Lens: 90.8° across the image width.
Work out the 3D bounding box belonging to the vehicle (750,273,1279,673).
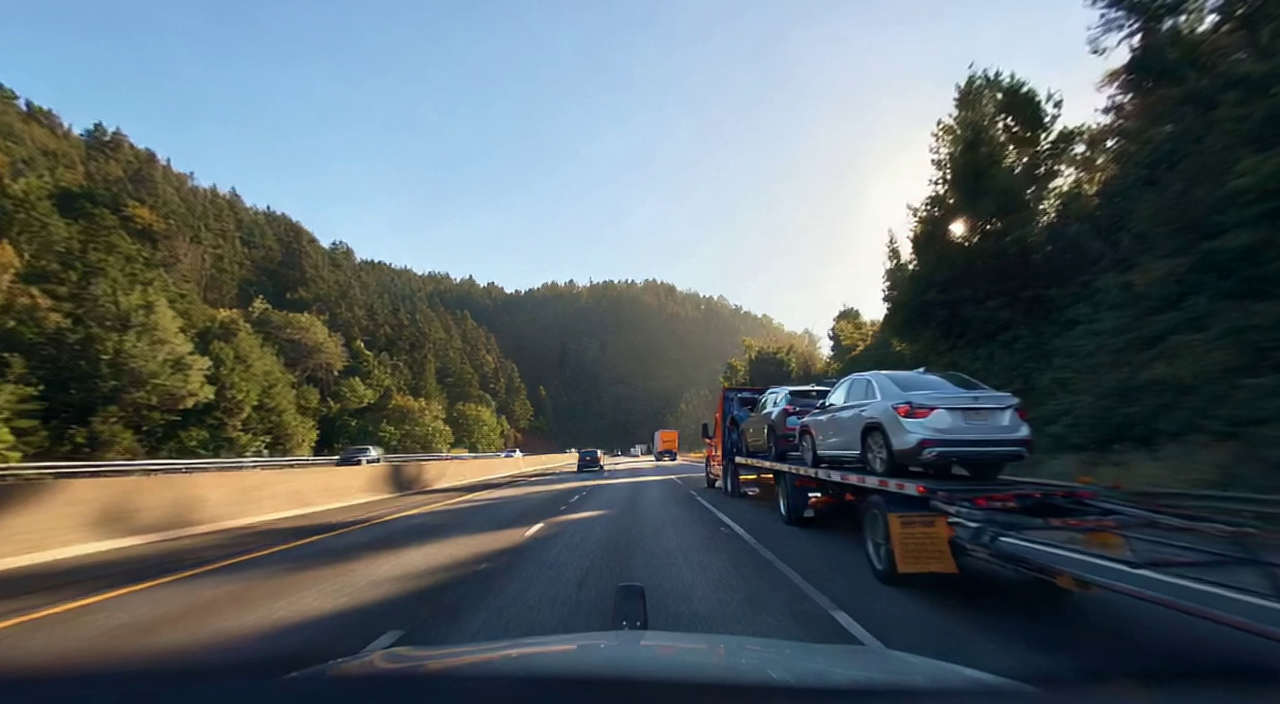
[{"bbox_3d":[3.803,1.339,8.147,2.800,2.053,9.751,0,-9,-1],"label":"vehicle"}]

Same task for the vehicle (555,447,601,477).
[{"bbox_3d":[-3.372,6.107,35.297,2.091,1.522,4.301,0,-9,1],"label":"vehicle"}]

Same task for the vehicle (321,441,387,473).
[{"bbox_3d":[-19.319,7.108,42.893,2.112,1.974,4.936,0,-9,0],"label":"vehicle"}]
